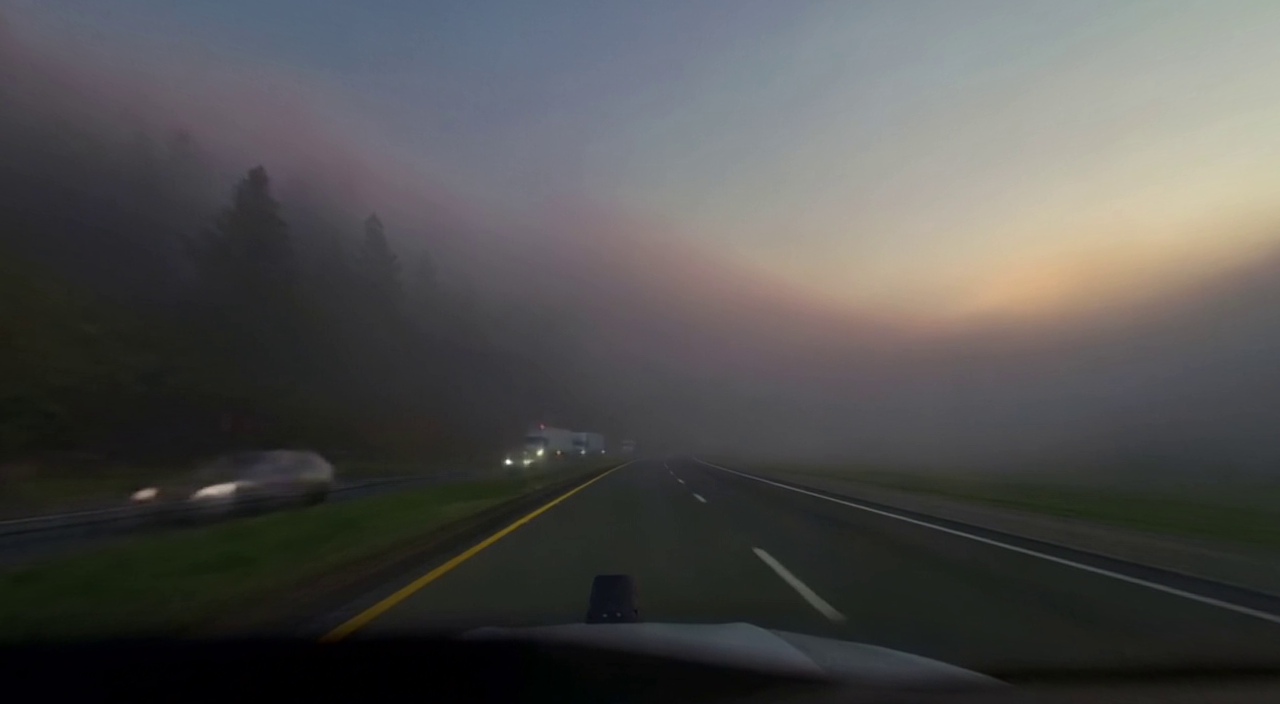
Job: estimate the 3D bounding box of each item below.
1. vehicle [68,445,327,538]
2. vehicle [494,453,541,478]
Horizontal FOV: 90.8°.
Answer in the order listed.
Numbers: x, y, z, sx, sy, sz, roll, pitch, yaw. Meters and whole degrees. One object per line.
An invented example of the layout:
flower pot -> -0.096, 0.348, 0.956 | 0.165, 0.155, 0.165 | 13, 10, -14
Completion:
vehicle -> -9.007, 2.841, 13.562 | 2.069, 1.606, 4.753 | 0, -9, 1
vehicle -> -7.874, 7.321, 40.959 | 1.933, 1.464, 4.506 | -1, -9, 3
